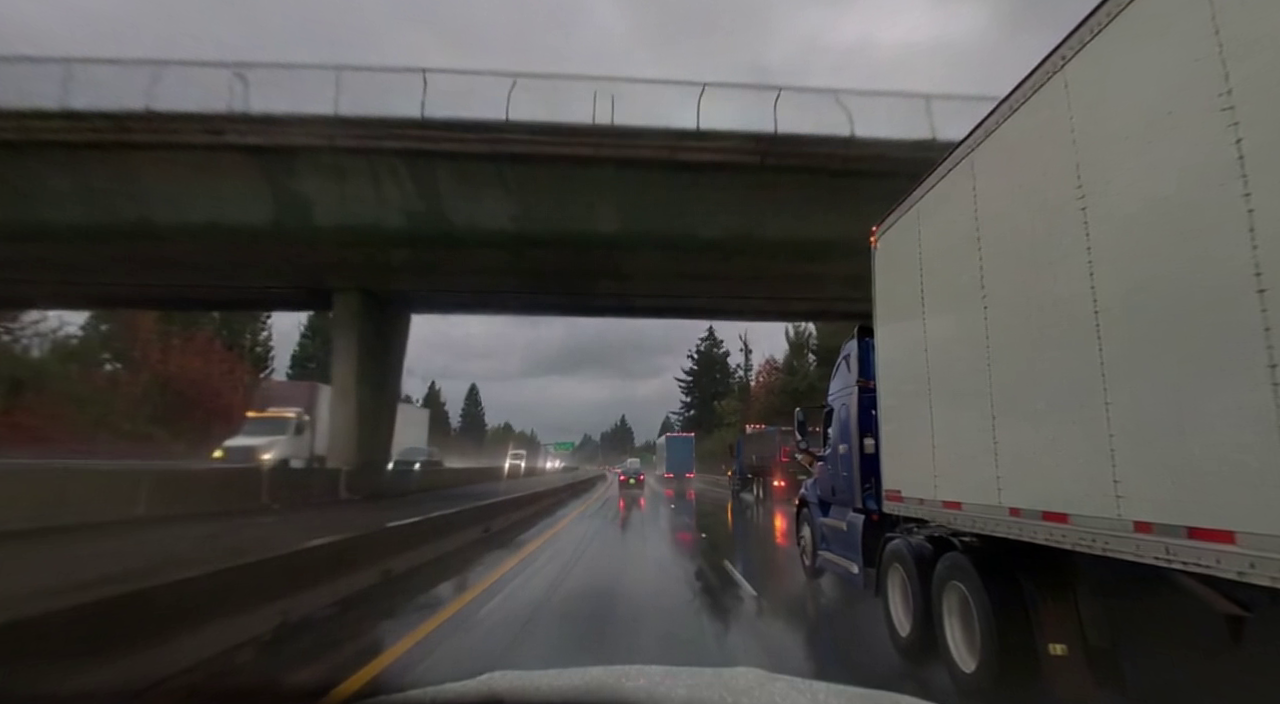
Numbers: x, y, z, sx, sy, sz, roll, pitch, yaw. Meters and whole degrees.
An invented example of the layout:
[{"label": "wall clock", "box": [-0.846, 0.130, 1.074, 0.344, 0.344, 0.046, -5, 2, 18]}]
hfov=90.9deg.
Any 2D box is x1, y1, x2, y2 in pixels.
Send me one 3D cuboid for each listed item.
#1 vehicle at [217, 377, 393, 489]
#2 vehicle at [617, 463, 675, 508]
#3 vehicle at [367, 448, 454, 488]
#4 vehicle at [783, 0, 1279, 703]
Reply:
[{"label": "vehicle", "box": [-13.381, 3.536, 26.202, 3.010, 3.930, 7.428, 1, -10, 0]}, {"label": "vehicle", "box": [0.219, 5.150, 24.478, 2.067, 1.552, 3.601, 1, -11, 0]}, {"label": "vehicle", "box": [-9.310, 4.789, 26.017, 1.911, 1.455, 4.516, 1, -11, 0]}, {"label": "vehicle", "box": [3.698, -0.218, 2.239, 2.831, 4.150, 14.519, 1, -11, -1]}]
